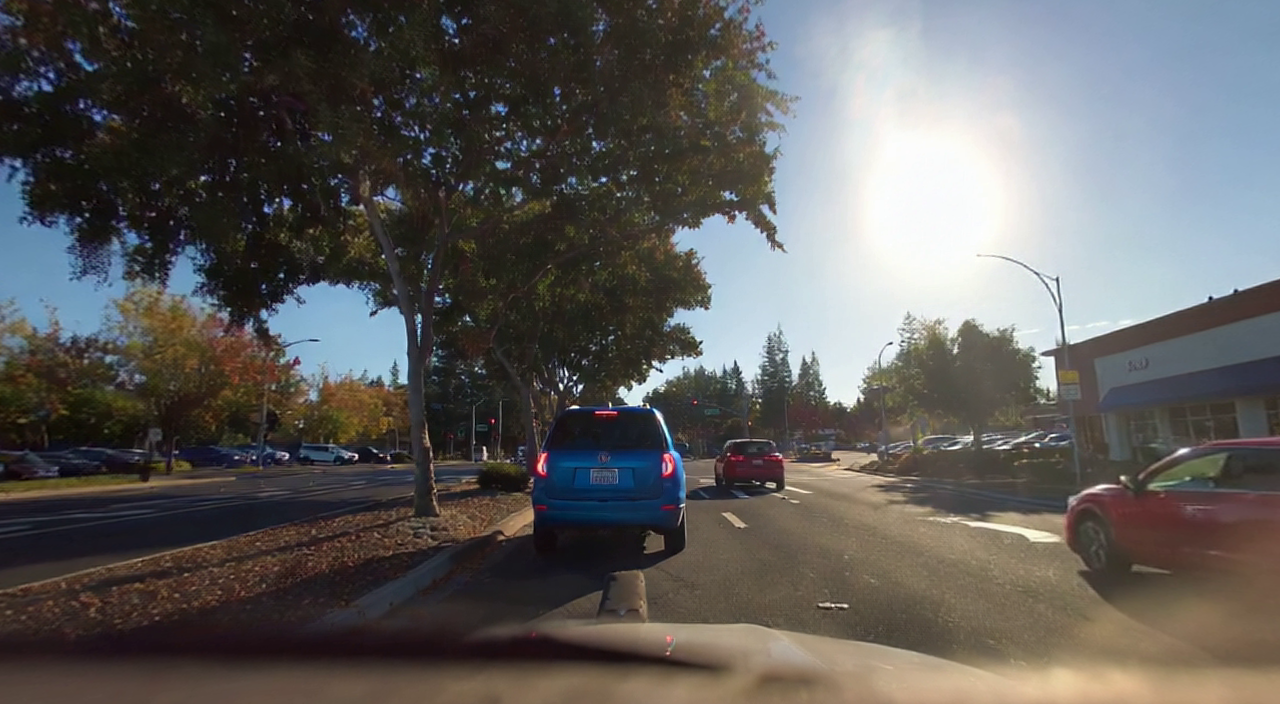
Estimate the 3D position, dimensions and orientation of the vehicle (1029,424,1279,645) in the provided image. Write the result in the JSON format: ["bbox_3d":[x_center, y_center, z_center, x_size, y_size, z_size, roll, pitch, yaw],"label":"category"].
[{"bbox_3d":[5.300,1.300,4.702,1.930,1.478,4.643,0,-9,1],"label":"vehicle"}]

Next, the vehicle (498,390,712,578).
[{"bbox_3d":[-0.303,1.646,8.639,2.096,1.837,4.687,0,-9,1],"label":"vehicle"}]

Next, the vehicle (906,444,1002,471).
[{"bbox_3d":[17.201,5.776,34.767,4.290,1.427,1.751,0,-9,2],"label":"vehicle"}]

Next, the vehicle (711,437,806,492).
[{"bbox_3d":[3.691,3.612,20.707,2.098,1.555,4.778,0,-9,-1],"label":"vehicle"}]
